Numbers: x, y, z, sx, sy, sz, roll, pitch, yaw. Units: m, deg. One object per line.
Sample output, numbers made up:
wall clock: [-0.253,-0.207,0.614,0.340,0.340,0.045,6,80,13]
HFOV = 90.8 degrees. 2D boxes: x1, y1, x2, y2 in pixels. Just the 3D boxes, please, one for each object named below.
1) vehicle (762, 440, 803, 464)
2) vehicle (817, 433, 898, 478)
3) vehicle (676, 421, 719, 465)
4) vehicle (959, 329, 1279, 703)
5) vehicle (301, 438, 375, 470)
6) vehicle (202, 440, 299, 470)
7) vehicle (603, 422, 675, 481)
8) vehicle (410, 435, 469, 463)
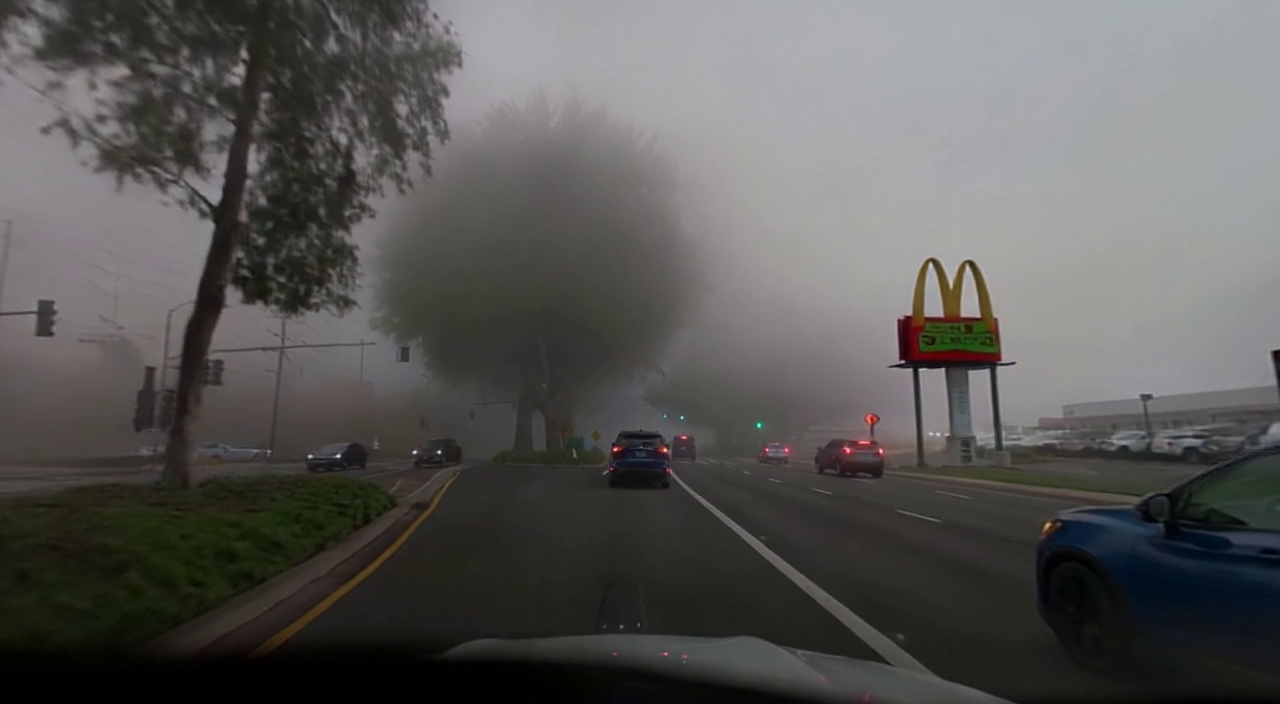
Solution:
vehicle: [9.603,6.793,42.912,1.879,1.517,4.006,0,-8,0]
vehicle: [9.267,4.447,27.293,1.977,1.786,4.344,0,-8,1]
vehicle: [3.578,5.750,40.127,2.239,2.586,4.586,1,-8,-1]
vehicle: [3.381,0.784,2.316,2.076,1.716,4.416,0,-8,0]
vehicle: [-18.600,6.299,39.211,2.050,1.797,4.945,0,-8,1]
vehicle: [-27.381,7.242,44.526,5.258,1.970,2.363,-1,-9,3]
vehicle: [-0.077,3.642,23.234,2.402,1.938,4.535,0,-8,-1]
vehicle: [-14.285,6.949,45.396,2.311,1.849,4.889,-1,-8,4]
